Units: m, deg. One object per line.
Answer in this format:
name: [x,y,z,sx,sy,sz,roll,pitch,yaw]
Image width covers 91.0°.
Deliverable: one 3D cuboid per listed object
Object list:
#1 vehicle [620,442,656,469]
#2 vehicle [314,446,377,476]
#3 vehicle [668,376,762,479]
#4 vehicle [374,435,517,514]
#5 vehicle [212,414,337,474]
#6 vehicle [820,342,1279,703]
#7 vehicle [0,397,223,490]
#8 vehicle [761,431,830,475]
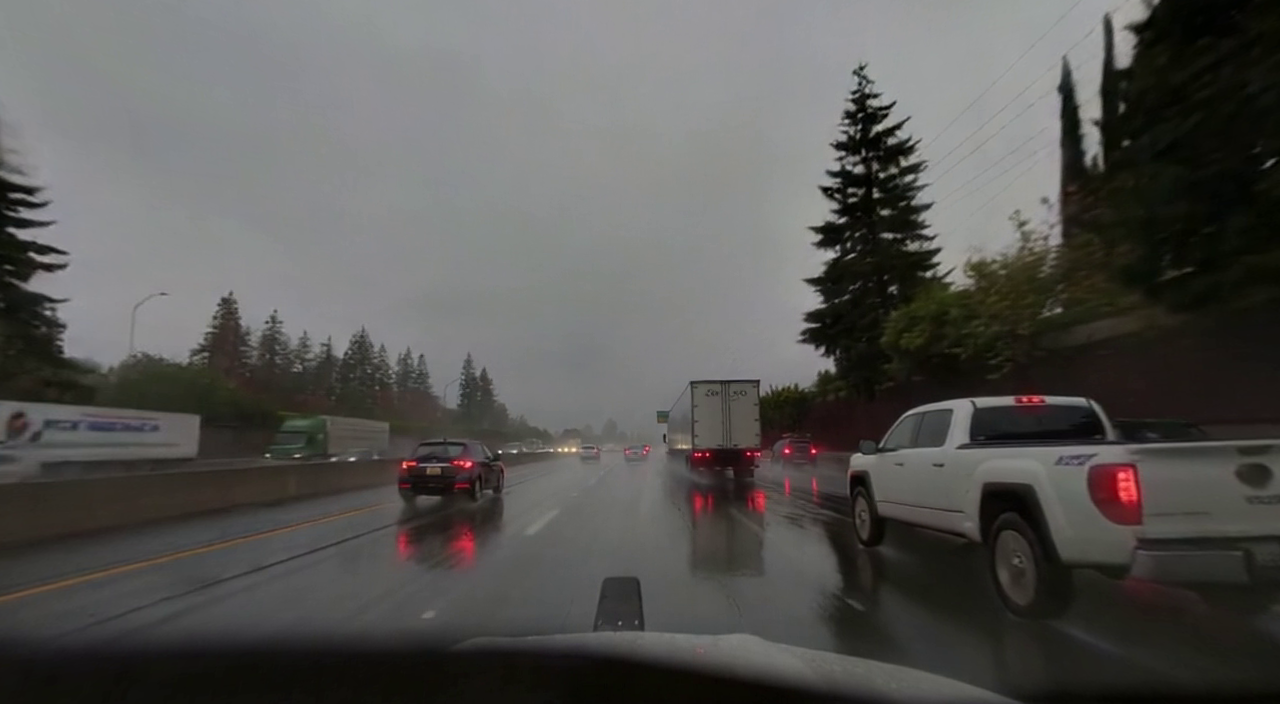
vehicle: [-0.106,6.148,37.497,2.047,1.485,3.938,0,-8,1]
vehicle: [-14.927,5.513,32.068,1.519,1.378,3.435,-1,-8,0]
vehicle: [3.358,4.200,33.351,2.907,4.109,16.177,0,-8,0]
vehicle: [-4.187,2.686,14.287,1.968,1.507,3.829,0,-8,1]
vehicle: [-22.380,5.726,39.166,3.028,3.310,7.561,0,-8,1]
vehicle: [3.496,1.236,5.765,2.132,1.869,4.978,0,-8,-1]
vehicle: [-28.975,4.825,33.745,3.049,3.899,16.316,0,-8,-3]
vehicle: [7.402,4.869,30.514,2.079,1.938,4.630,0,-8,-1]
